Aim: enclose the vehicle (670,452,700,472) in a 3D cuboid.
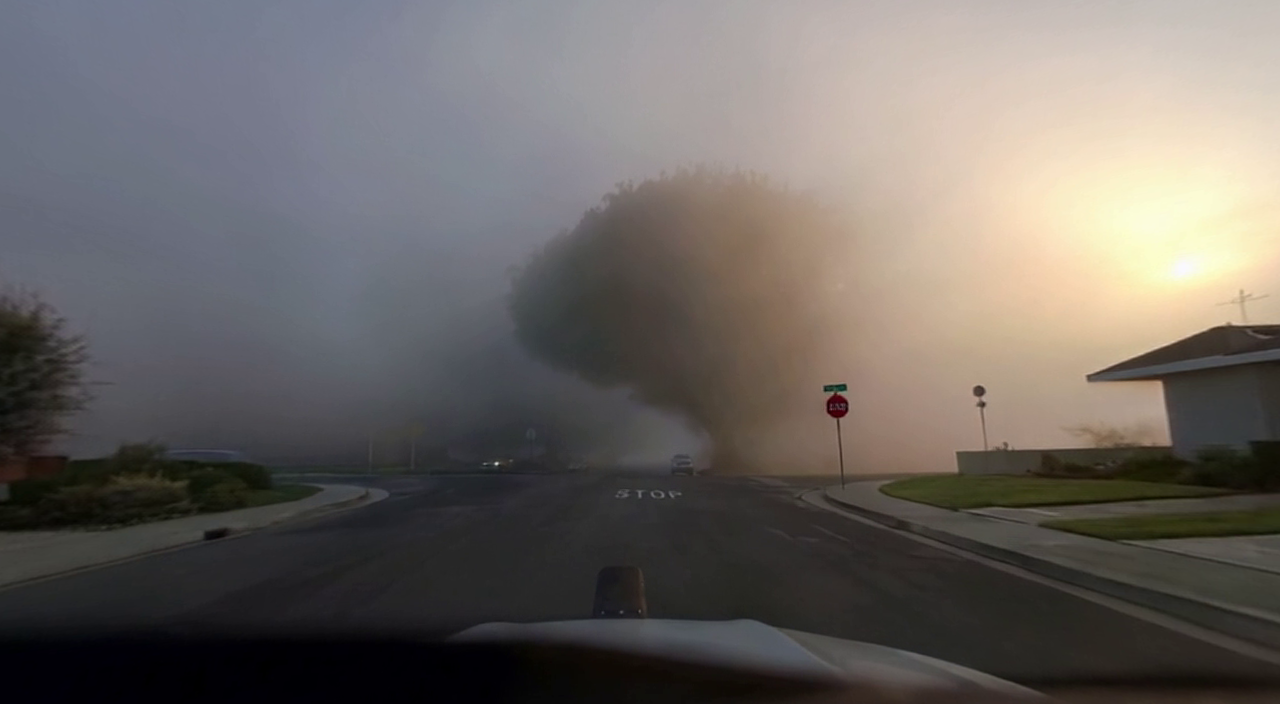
[{"bbox_3d":[3.434,8.541,49.129,2.046,1.465,3.940,0,-9,0],"label":"vehicle"}]
